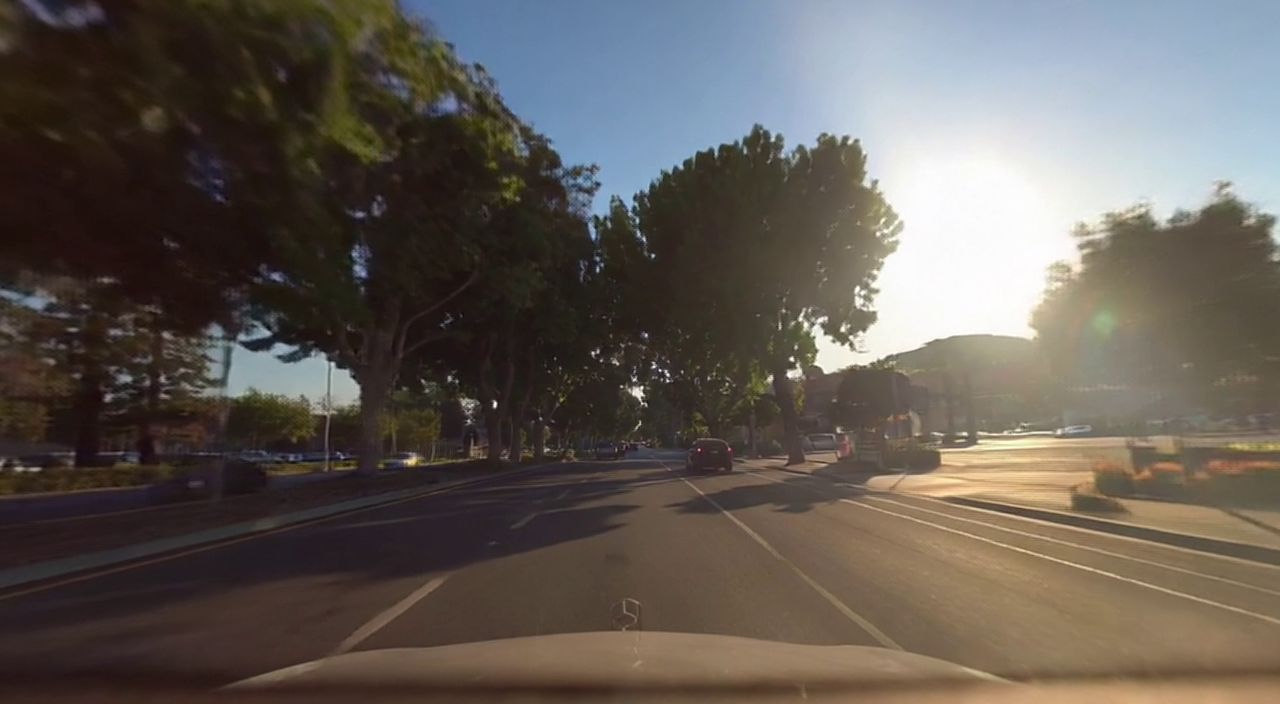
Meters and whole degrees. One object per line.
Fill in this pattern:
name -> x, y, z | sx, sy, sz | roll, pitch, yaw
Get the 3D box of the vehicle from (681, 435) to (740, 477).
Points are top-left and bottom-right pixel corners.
vehicle -> 3.113, 4.718, 28.770 | 2.083, 1.743, 4.354 | 0, -8, -1

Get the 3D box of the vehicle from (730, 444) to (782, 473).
vehicle -> 6.571, 6.050, 36.158 | 1.948, 1.526, 4.641 | 0, -8, -2

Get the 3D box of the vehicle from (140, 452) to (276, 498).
vehicle -> -15.832, 4.501, 23.413 | 1.971, 1.475, 4.318 | 0, -8, 0
